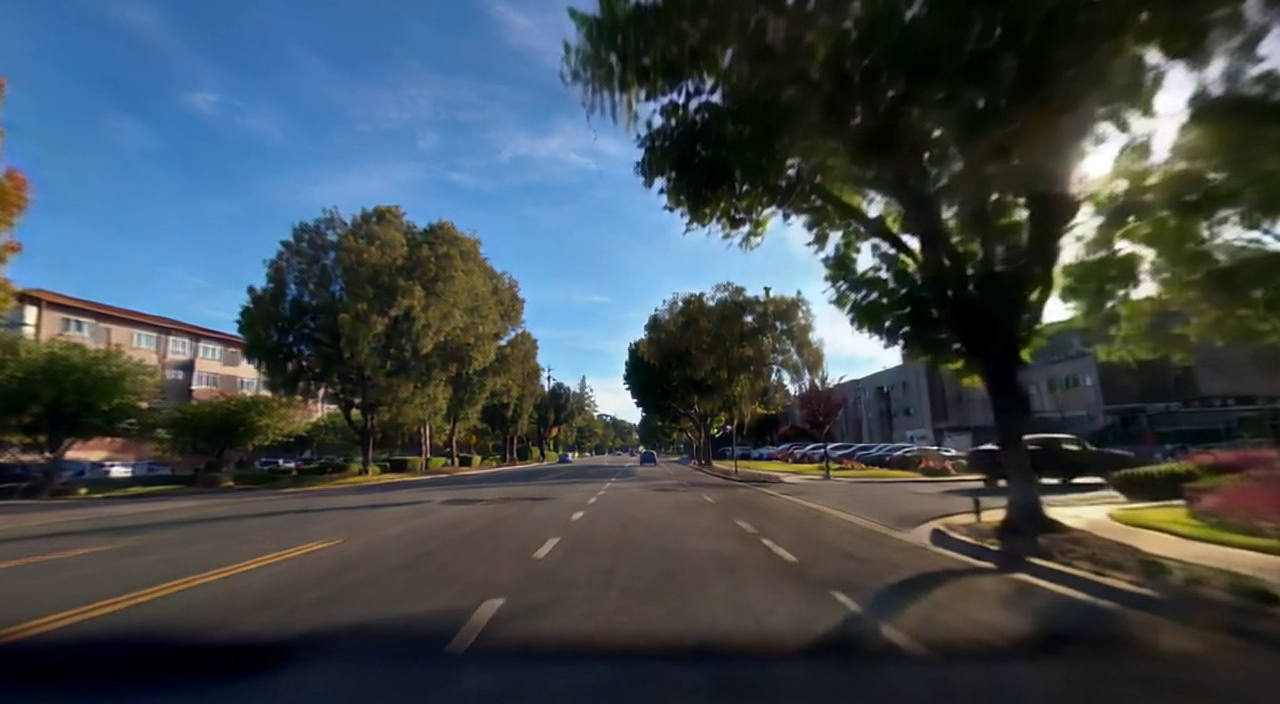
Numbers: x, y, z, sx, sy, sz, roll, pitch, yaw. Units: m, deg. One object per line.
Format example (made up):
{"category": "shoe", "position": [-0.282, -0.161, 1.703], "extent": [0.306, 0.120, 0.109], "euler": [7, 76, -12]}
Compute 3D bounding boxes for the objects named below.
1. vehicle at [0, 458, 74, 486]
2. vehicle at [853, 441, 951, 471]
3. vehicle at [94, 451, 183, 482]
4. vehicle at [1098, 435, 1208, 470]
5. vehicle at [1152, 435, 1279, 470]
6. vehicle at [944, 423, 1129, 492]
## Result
{"category": "vehicle", "position": [-38.515, 7.460, 39.059], "extent": [4.916, 1.542, 1.934], "euler": [-2, -8, -2]}
{"category": "vehicle", "position": [15.172, 6.044, 36.634], "extent": [4.854, 1.649, 1.886], "euler": [1, -9, -1]}
{"category": "vehicle", "position": [-38.143, 8.683, 48.029], "extent": [4.529, 2.241, 2.471], "euler": [-1, -9, 0]}
{"category": "vehicle", "position": [26.787, 5.268, 33.138], "extent": [1.968, 1.655, 4.455], "euler": [0, -9, -1]}
{"category": "vehicle", "position": [29.535, 5.150, 32.561], "extent": [2.070, 1.665, 4.807], "euler": [0, -9, -1]}
{"category": "vehicle", "position": [12.501, 3.287, 20.005], "extent": [4.655, 1.828, 2.223], "euler": [0, -8, -14]}
